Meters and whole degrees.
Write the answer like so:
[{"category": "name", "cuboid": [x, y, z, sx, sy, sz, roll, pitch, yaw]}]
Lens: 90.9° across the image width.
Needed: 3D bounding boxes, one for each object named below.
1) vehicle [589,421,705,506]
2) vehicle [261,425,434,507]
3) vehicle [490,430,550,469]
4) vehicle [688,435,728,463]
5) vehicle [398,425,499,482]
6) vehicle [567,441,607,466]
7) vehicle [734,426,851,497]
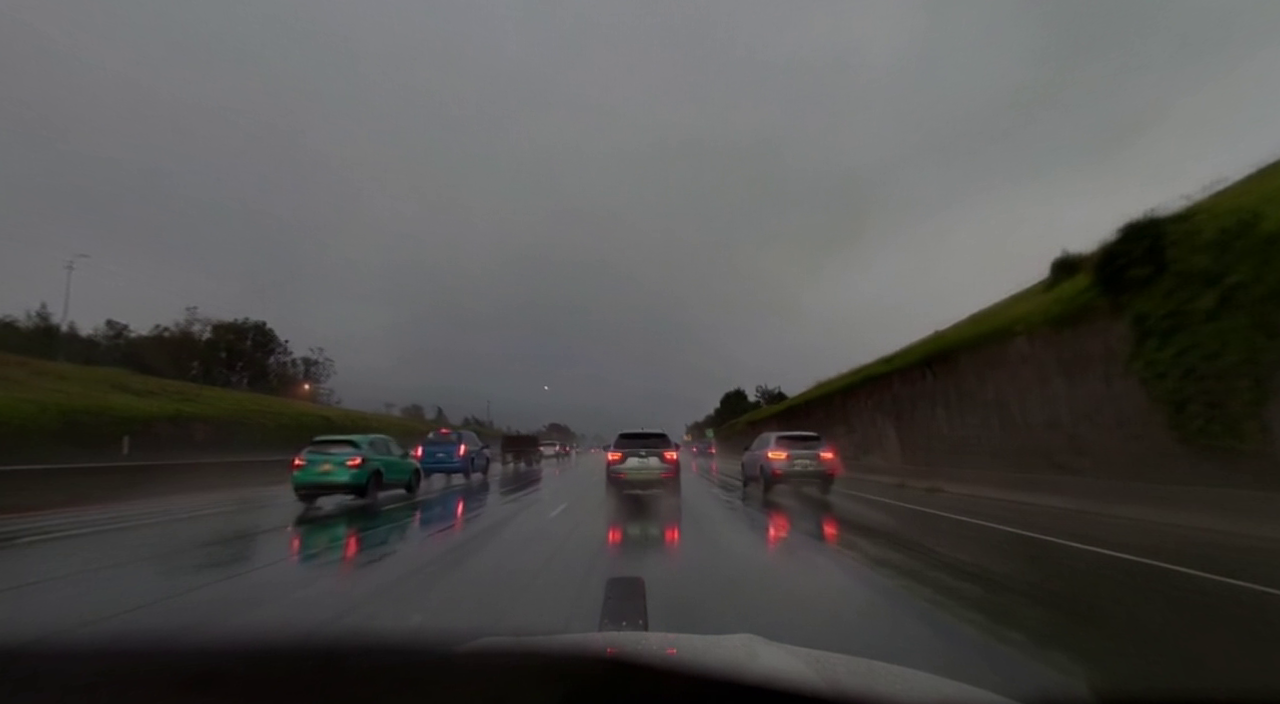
[{"category": "vehicle", "cuboid": [0.165, 2.693, 15.586, 2.447, 1.804, 4.273, 0, -9, 0]}, {"category": "vehicle", "cuboid": [-6.869, 2.727, 15.480, 2.024, 1.706, 4.462, 0, -9, 1]}, {"category": "vehicle", "cuboid": [-6.572, 5.439, 35.287, 2.294, 1.982, 5.040, 0, -9, 1]}, {"category": "vehicle", "cuboid": [4.774, 6.952, 45.161, 2.204, 1.852, 5.845, 0, -9, 0]}, {"category": "vehicle", "cuboid": [-7.159, 3.873, 24.296, 2.230, 1.928, 5.112, 0, -9, 1]}, {"category": "vehicle", "cuboid": [-3.237, 6.277, 39.135, 2.108, 1.442, 4.143, 0, -9, 0]}, {"category": "vehicle", "cuboid": [4.084, 3.032, 17.800, 2.092, 1.723, 4.629, 0, -9, -1]}]
